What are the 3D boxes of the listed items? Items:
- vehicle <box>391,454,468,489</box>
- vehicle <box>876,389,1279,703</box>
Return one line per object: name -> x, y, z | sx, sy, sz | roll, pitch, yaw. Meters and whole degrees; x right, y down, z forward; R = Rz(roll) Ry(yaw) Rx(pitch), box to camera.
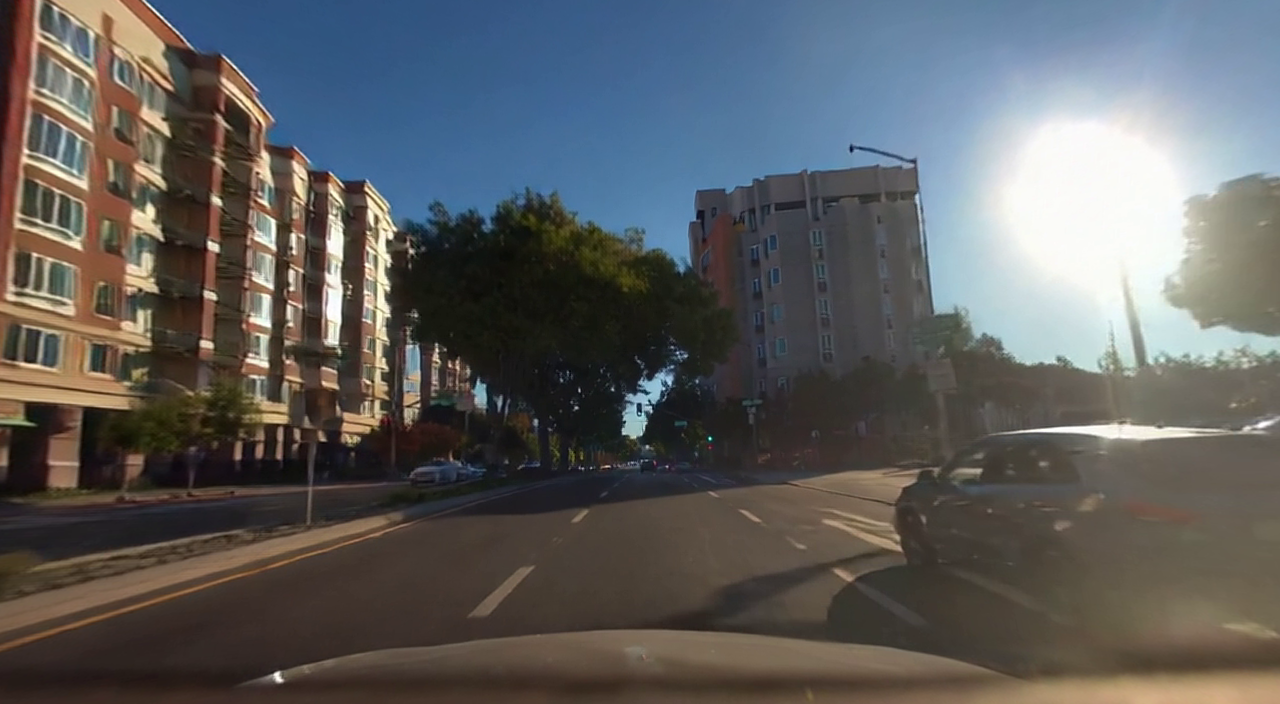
vehicle -> -10.137, 5.770, 30.818 | 1.957, 1.482, 4.706 | -1, -9, 2
vehicle -> 3.649, 1.265, 5.075 | 1.949, 1.583, 3.996 | 0, -9, 0
